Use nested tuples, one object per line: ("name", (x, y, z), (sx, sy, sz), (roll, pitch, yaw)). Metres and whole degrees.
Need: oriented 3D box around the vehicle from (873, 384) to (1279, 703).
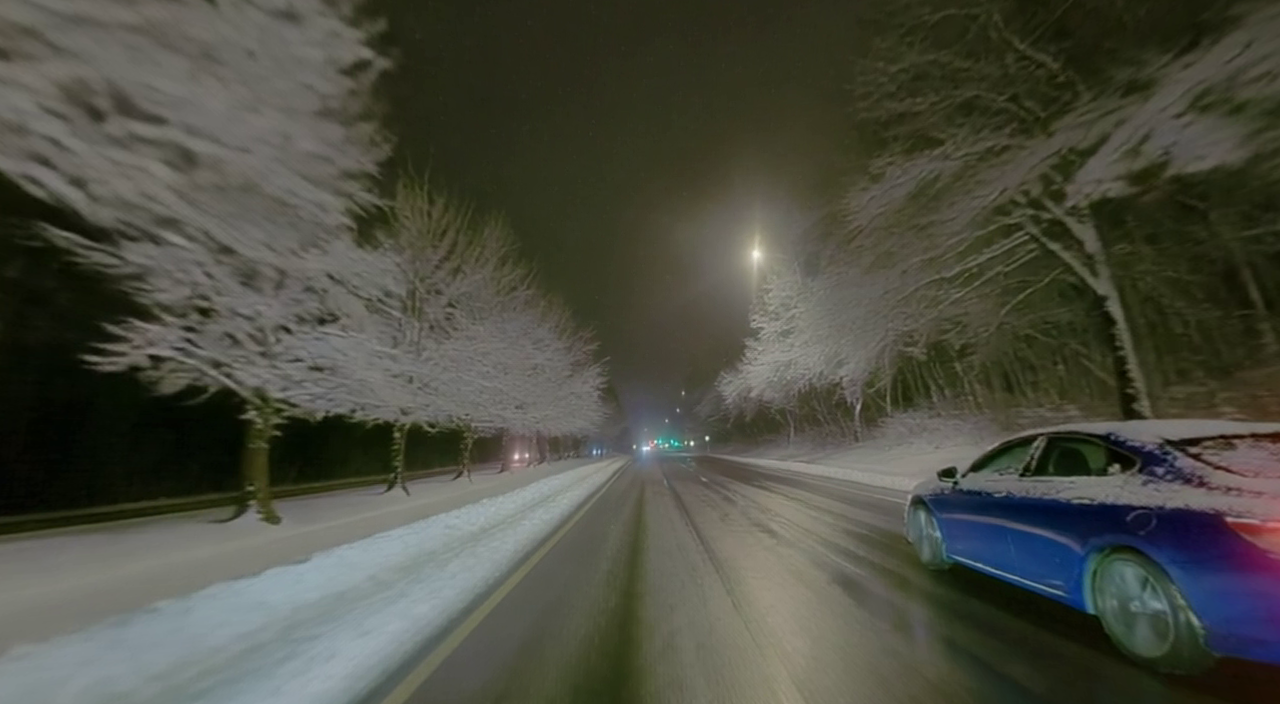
("vehicle", (3.568, 1.160, 4.364), (2.061, 1.503, 4.823), (0, -8, 0))
